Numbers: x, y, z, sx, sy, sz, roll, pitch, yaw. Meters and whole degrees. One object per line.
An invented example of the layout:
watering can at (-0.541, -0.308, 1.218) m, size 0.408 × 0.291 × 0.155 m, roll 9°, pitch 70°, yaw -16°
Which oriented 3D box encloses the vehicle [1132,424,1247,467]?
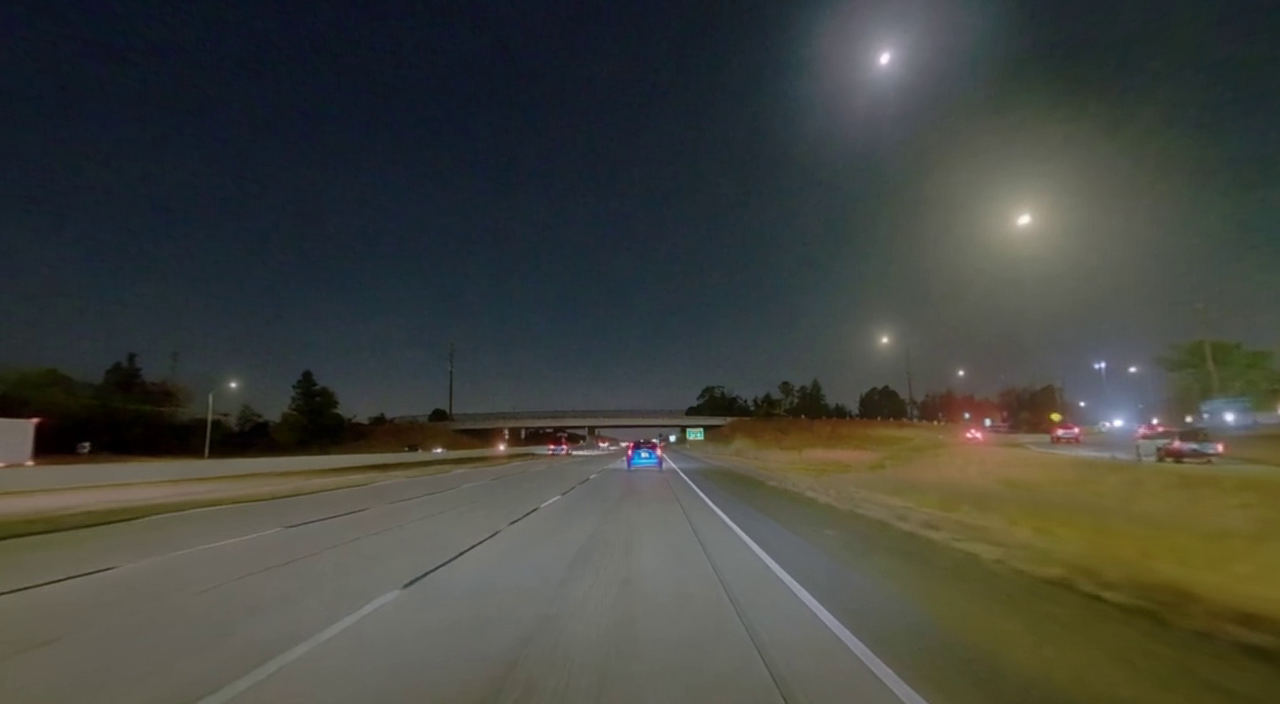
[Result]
vehicle at (24.188, 4.147, 28.035) m, size 2.095 × 1.674 × 4.530 m, roll -1°, pitch -9°, yaw 17°

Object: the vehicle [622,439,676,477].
vehicle at (0.365, 4.552, 27.298) m, size 2.145 × 1.493 × 4.146 m, roll 0°, pitch -9°, yaw 0°
